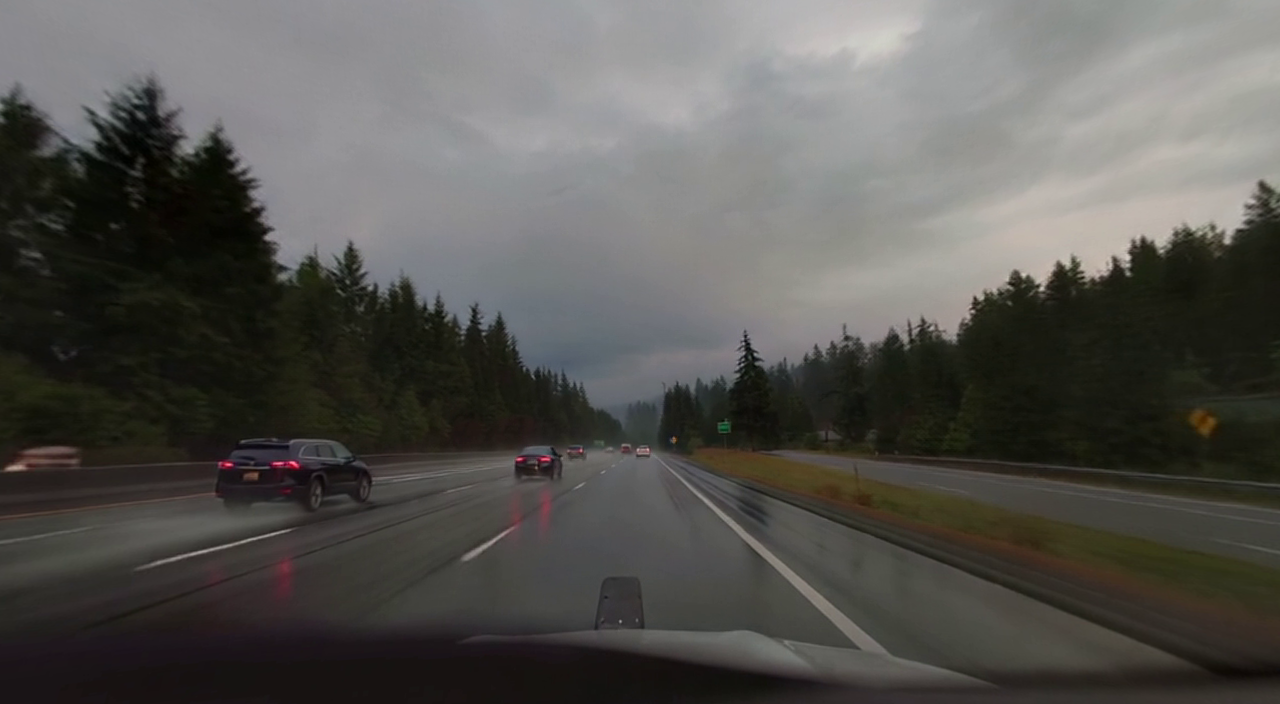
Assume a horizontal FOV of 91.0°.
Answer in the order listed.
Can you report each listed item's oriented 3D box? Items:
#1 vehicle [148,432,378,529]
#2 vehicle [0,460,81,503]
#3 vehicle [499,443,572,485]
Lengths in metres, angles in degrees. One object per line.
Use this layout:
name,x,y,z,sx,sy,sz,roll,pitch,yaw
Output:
vehicle,-7.268,2.492,12.786,2.007,1.616,4.141,0,-9,1
vehicle,-35.679,7.274,35.586,2.397,2.184,6.189,0,-9,1
vehicle,-4.127,4.529,25.781,2.104,1.558,4.639,0,-9,1
